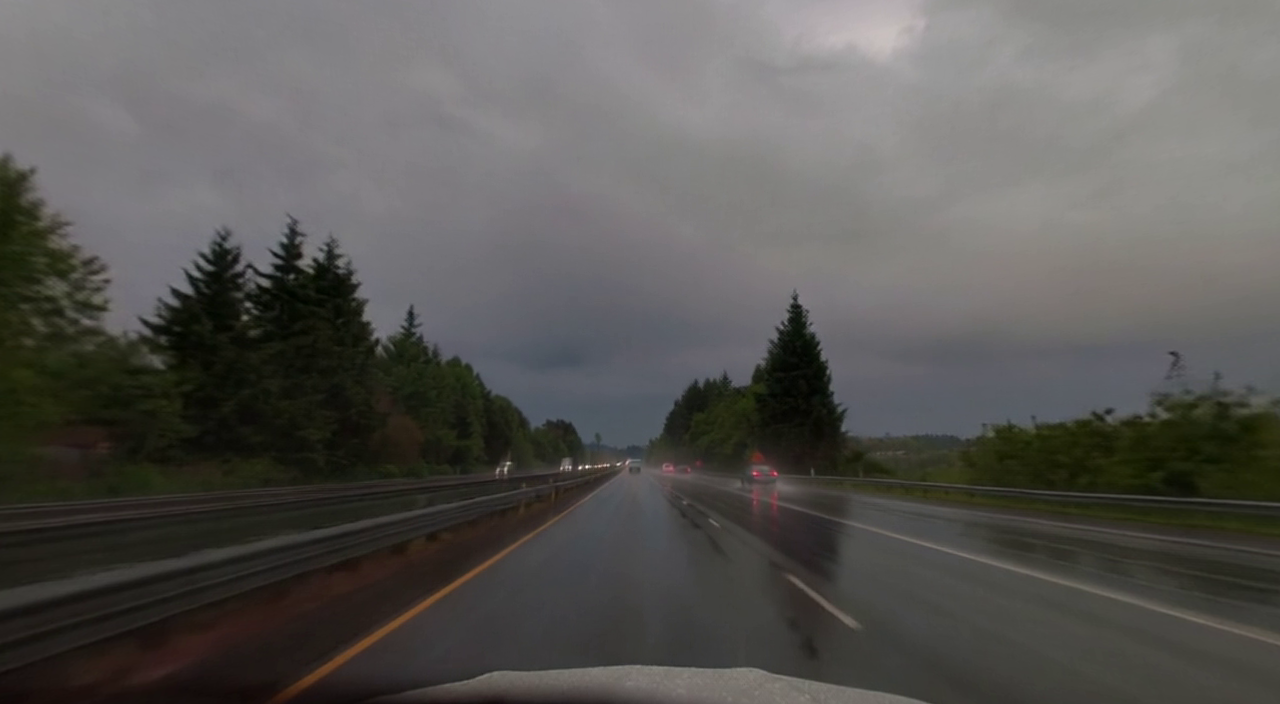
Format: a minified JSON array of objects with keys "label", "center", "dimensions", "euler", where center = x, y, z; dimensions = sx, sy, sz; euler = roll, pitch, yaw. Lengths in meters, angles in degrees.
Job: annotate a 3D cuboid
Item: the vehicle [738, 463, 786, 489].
[{"label":"vehicle","center":[7.481,7.686,39.059],"dimensions":[2.024,1.476,4.352],"euler":[1,-10,-2]}]
